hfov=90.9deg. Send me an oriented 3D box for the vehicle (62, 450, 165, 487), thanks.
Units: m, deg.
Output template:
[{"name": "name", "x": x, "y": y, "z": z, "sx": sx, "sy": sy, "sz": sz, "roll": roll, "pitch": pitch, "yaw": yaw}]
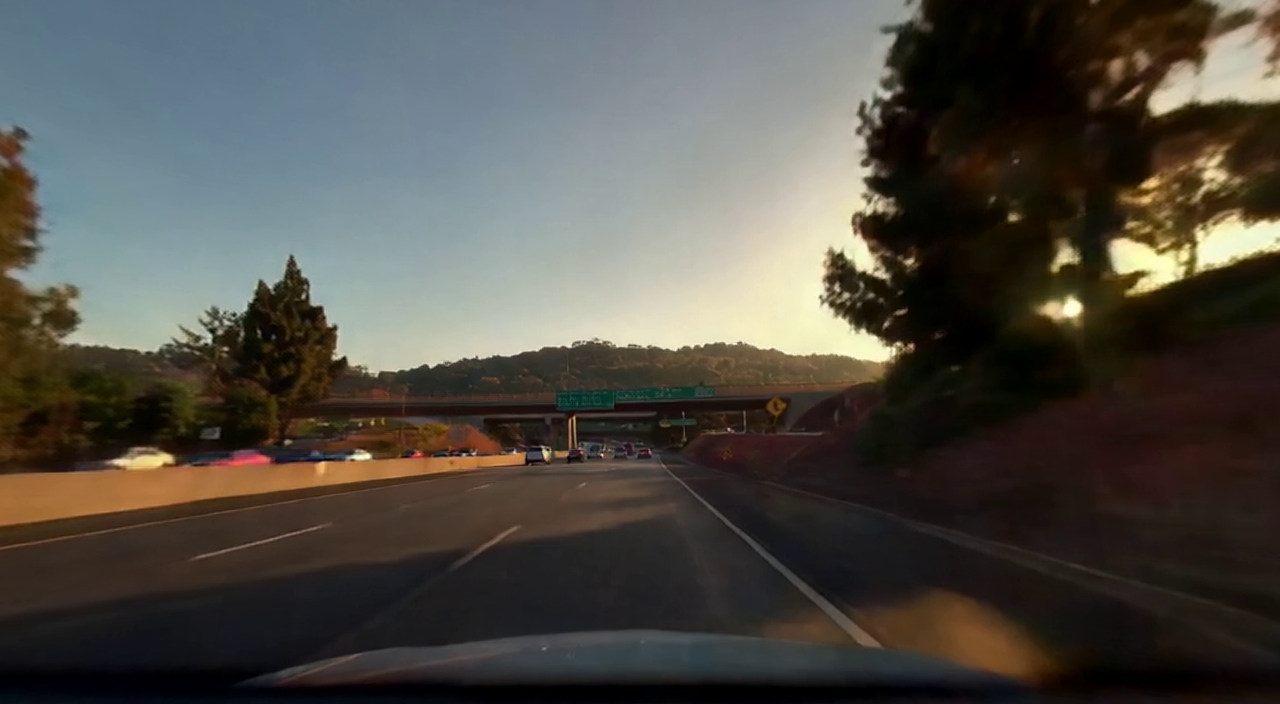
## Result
[{"name": "vehicle", "x": -20.915, "y": 4.615, "z": 25.210, "sx": 1.447, "sy": 1.320, "sz": 3.188, "roll": 0, "pitch": -8, "yaw": -2}]
